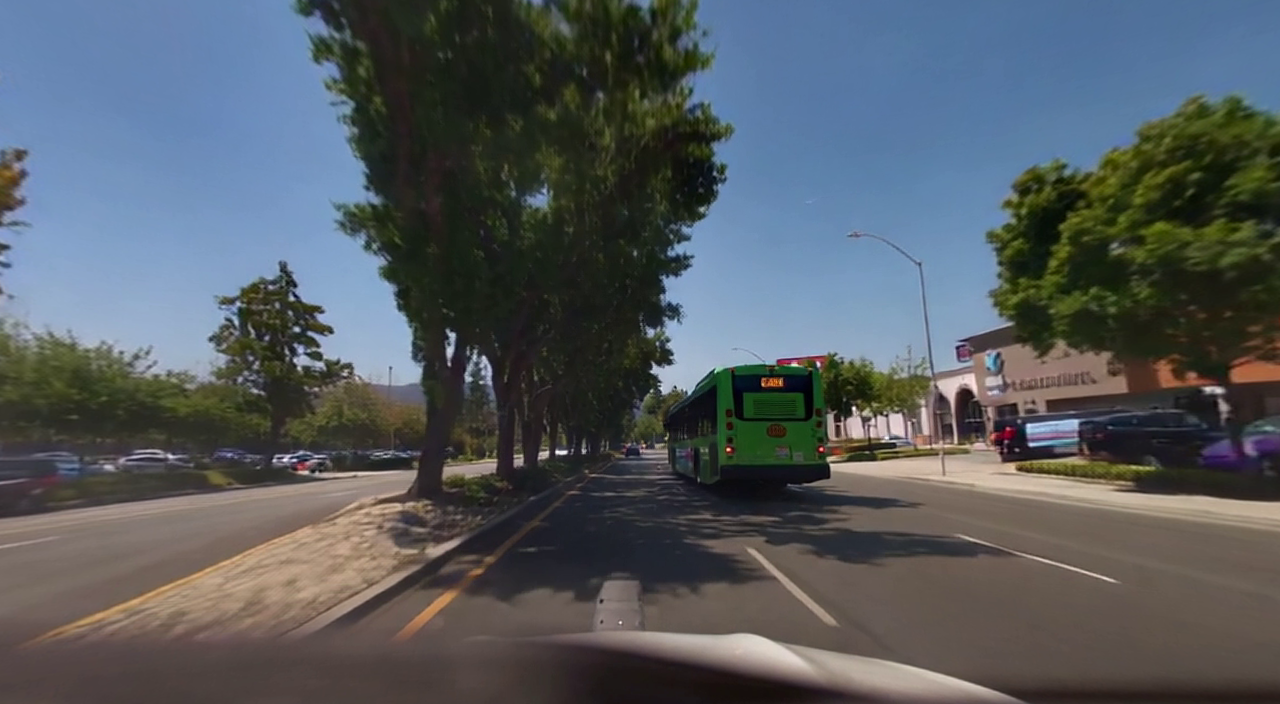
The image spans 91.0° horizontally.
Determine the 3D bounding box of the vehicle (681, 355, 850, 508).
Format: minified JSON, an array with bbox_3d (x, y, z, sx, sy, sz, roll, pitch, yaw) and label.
[{"bbox_3d":[3.024,2.387,18.383,2.766,3.306,9.281,0,-8,-2],"label":"vehicle"}]
